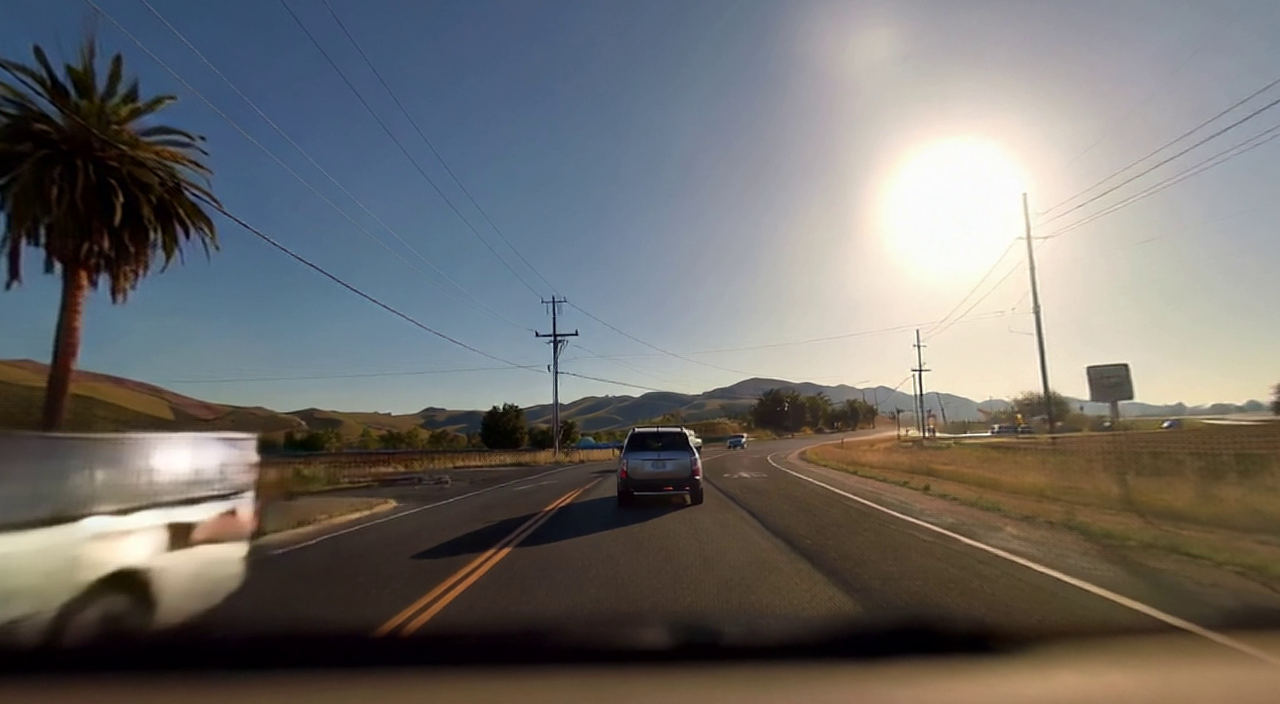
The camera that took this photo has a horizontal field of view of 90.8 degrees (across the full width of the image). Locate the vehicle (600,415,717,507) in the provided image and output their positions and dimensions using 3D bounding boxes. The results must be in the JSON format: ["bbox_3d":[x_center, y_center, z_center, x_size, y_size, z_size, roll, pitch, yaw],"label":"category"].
[{"bbox_3d":[0.402,2.564,15.232,2.364,1.859,4.538,0,-8,1],"label":"vehicle"}]

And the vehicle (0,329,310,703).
[{"bbox_3d":[-3.740,0.774,2.009,2.237,1.878,5.739,0,-8,0],"label":"vehicle"}]
